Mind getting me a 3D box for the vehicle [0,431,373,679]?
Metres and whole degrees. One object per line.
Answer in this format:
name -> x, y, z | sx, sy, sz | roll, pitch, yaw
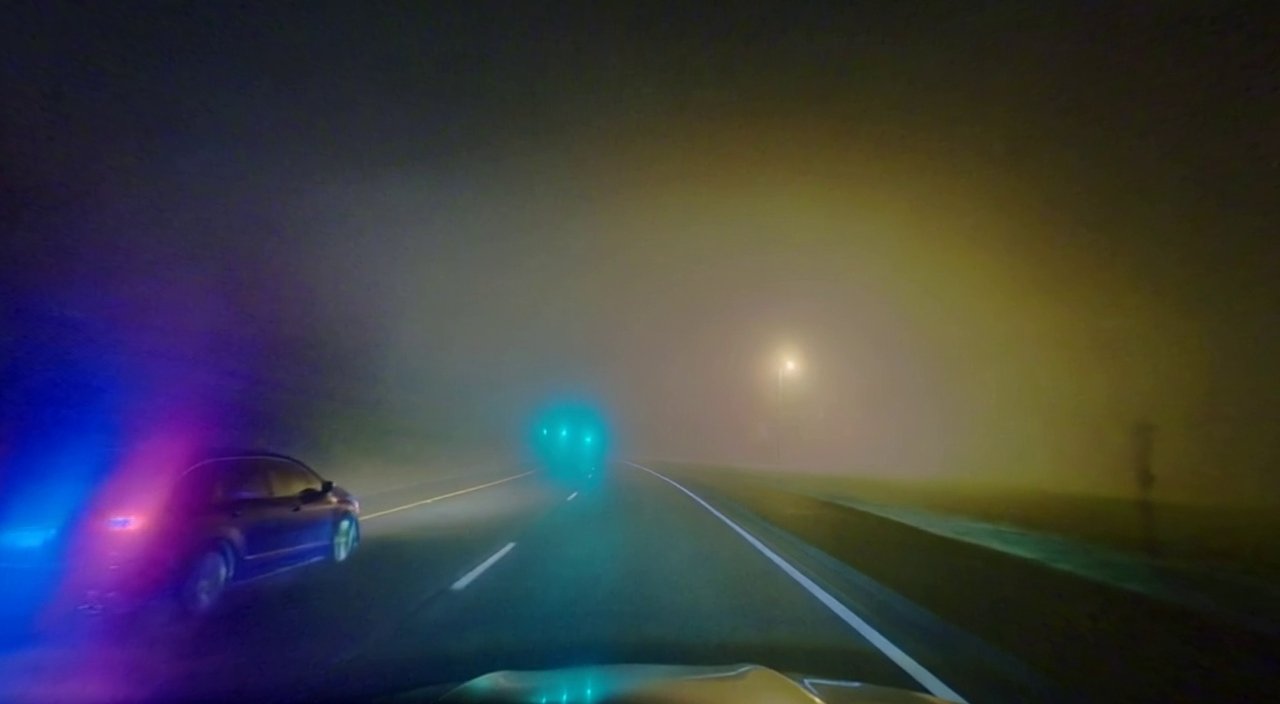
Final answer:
vehicle -> -4.578, 1.590, 6.162 | 1.968, 1.503, 4.443 | 0, -9, 0
